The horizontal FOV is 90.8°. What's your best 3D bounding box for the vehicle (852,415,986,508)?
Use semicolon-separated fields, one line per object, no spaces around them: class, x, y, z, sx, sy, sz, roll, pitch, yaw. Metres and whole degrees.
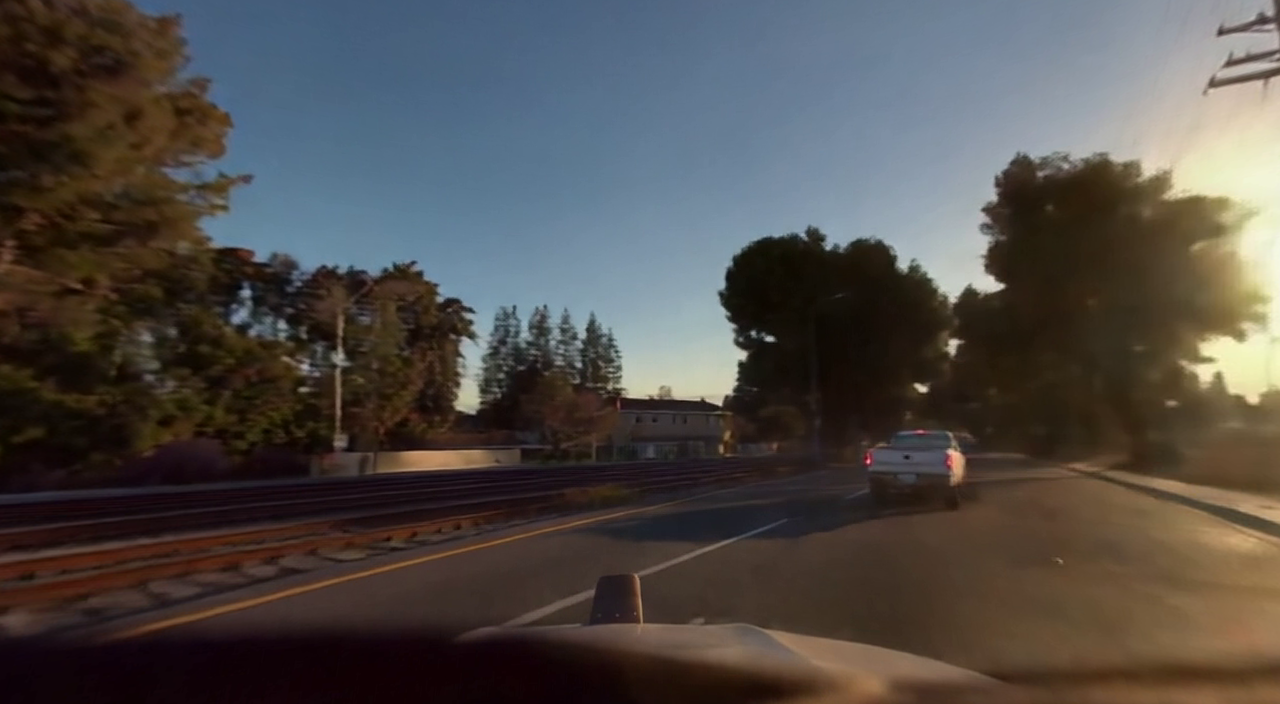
vehicle;7.254;2.667;16.052;2.404;1.926;5.251;-5;-9;30
